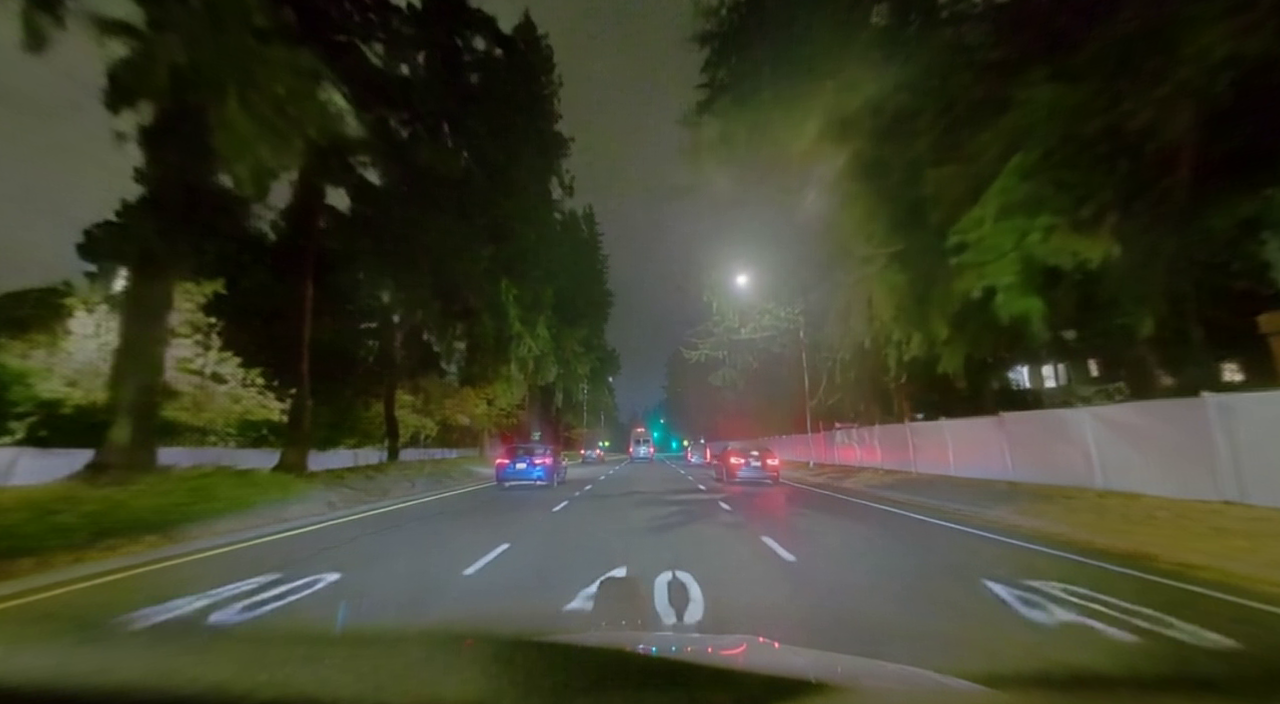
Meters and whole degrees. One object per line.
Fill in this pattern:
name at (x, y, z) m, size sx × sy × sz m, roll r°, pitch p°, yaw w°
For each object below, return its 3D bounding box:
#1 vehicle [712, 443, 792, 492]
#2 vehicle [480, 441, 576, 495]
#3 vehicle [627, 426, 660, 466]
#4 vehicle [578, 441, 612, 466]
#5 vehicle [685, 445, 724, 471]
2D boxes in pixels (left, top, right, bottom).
vehicle at (3.687, 3.870, 21.449) m, size 1.945 × 1.469 × 4.258 m, roll 0°, pitch -8°, yaw 0°
vehicle at (-3.353, 3.576, 19.821) m, size 2.036 × 1.474 × 4.647 m, roll 0°, pitch -8°, yaw 2°
vehicle at (0.286, 6.856, 45.970) m, size 2.311 × 2.726 × 5.814 m, roll 0°, pitch -8°, yaw 1°
vehicle at (-3.167, 7.301, 45.264) m, size 2.021 × 1.715 × 4.329 m, roll 0°, pitch -8°, yaw 1°
vehicle at (4.003, 6.624, 39.450) m, size 1.905 × 1.520 × 4.340 m, roll 1°, pitch -8°, yaw -1°
